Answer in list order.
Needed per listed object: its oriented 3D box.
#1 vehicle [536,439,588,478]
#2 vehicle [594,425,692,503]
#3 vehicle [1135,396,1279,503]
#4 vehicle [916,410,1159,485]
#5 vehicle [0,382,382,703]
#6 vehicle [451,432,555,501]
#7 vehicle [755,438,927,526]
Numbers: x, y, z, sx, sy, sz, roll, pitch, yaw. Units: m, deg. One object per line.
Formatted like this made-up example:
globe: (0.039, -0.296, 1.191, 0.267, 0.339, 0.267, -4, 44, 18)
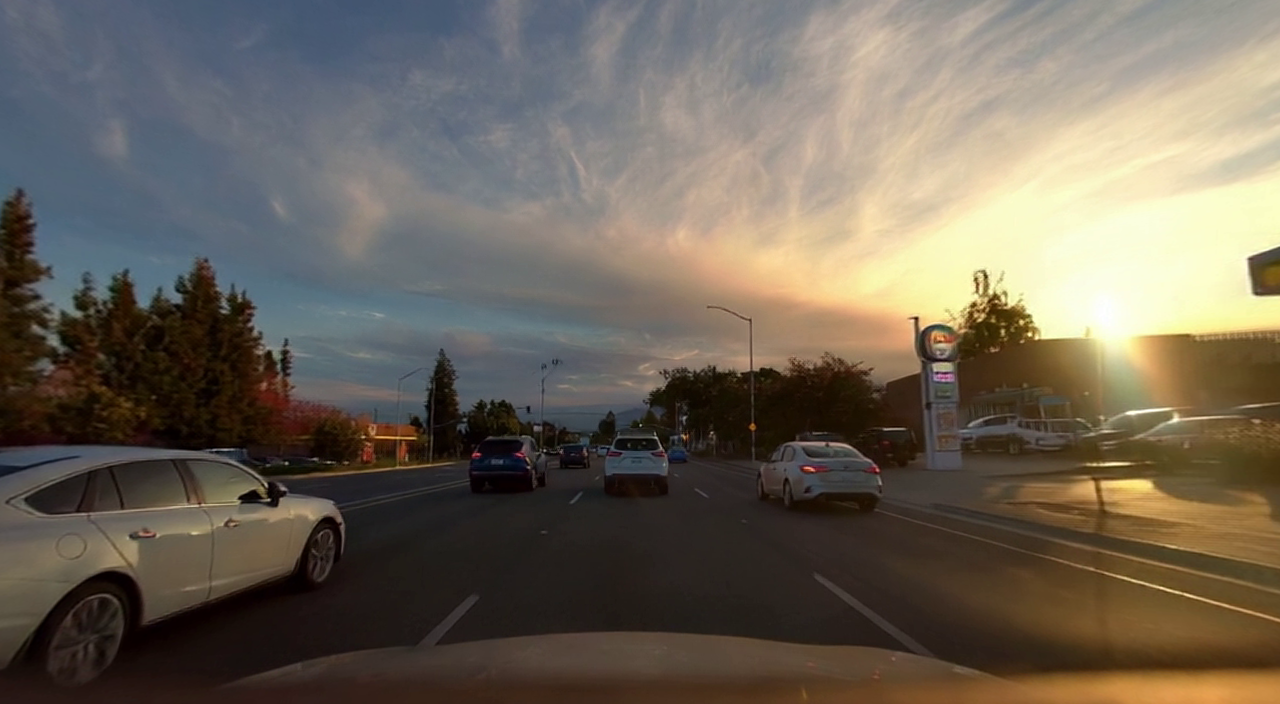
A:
vehicle: (-3.524, 4.876, 29.132, 1.871, 1.673, 3.920, 0, -8, 0)
vehicle: (0.047, 2.938, 16.968, 2.279, 1.803, 4.254, 0, -8, -1)
vehicle: (11.626, 1.714, 11.170, 1.918, 1.765, 4.668, 0, -8, 0)
vehicle: (12.306, 3.042, 19.948, 5.966, 1.991, 2.353, -9, -12, 43)
vehicle: (-3.590, 1.191, 4.427, 1.864, 1.574, 4.031, 0, -8, 0)
vehicle: (-3.668, 3.145, 17.755, 1.932, 1.695, 4.150, 0, -8, 1)
vehicle: (3.791, 2.522, 12.925, 1.888, 1.456, 4.589, 0, -8, -2)
